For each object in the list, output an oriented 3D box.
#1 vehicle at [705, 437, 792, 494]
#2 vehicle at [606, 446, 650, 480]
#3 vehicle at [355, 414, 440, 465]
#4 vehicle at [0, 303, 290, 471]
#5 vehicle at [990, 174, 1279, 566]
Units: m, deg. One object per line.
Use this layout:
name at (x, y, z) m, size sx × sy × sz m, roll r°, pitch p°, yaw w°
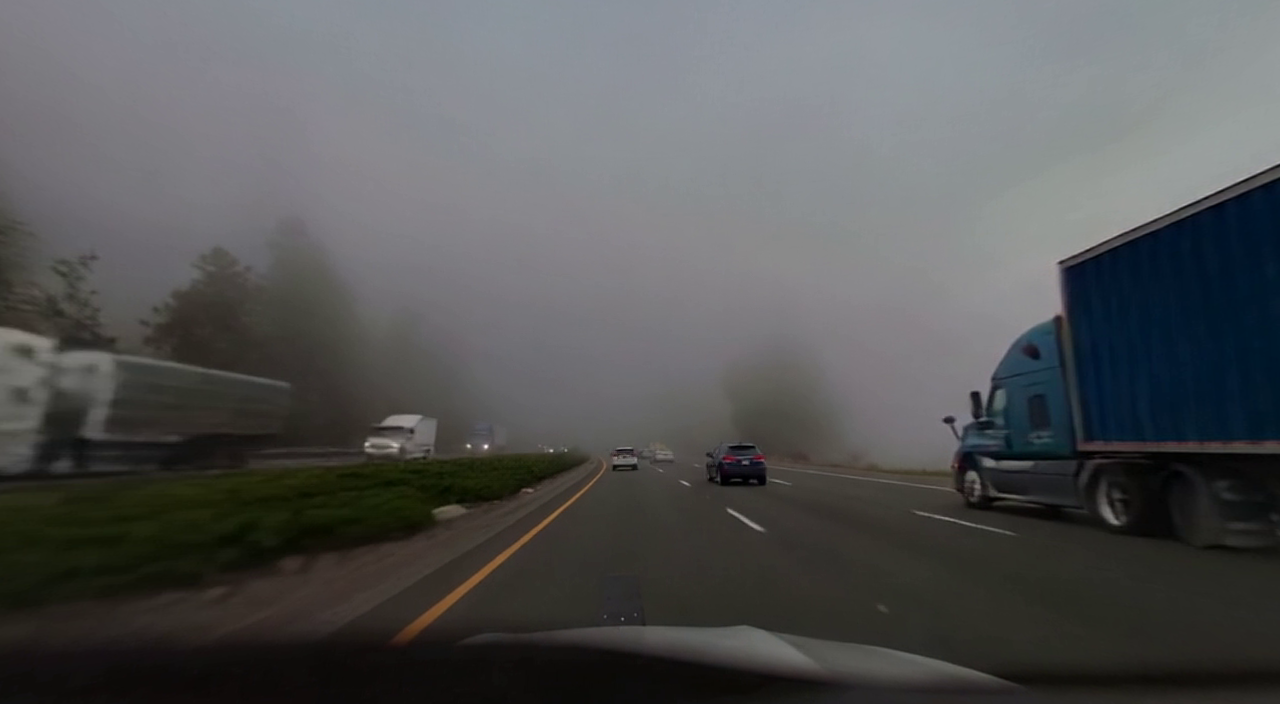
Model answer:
vehicle at (3.321, 3.593, 20.154) m, size 2.013 × 1.623 × 3.916 m, roll 0°, pitch -9°, yaw -1°
vehicle at (-0.642, 5.472, 31.313) m, size 2.050 × 1.534 × 3.771 m, roll 0°, pitch -9°, yaw -2°
vehicle at (-13.317, 4.937, 35.182) m, size 2.216 × 2.612 × 6.339 m, roll 0°, pitch -9°, yaw 0°
vehicle at (-16.425, 1.426, 18.583) m, size 2.926 × 3.856 × 16.459 m, roll 0°, pitch -9°, yaw 0°
vehicle at (8.075, -0.124, 4.511) m, size 2.965 × 3.990 × 14.227 m, roll 0°, pitch -9°, yaw 0°
